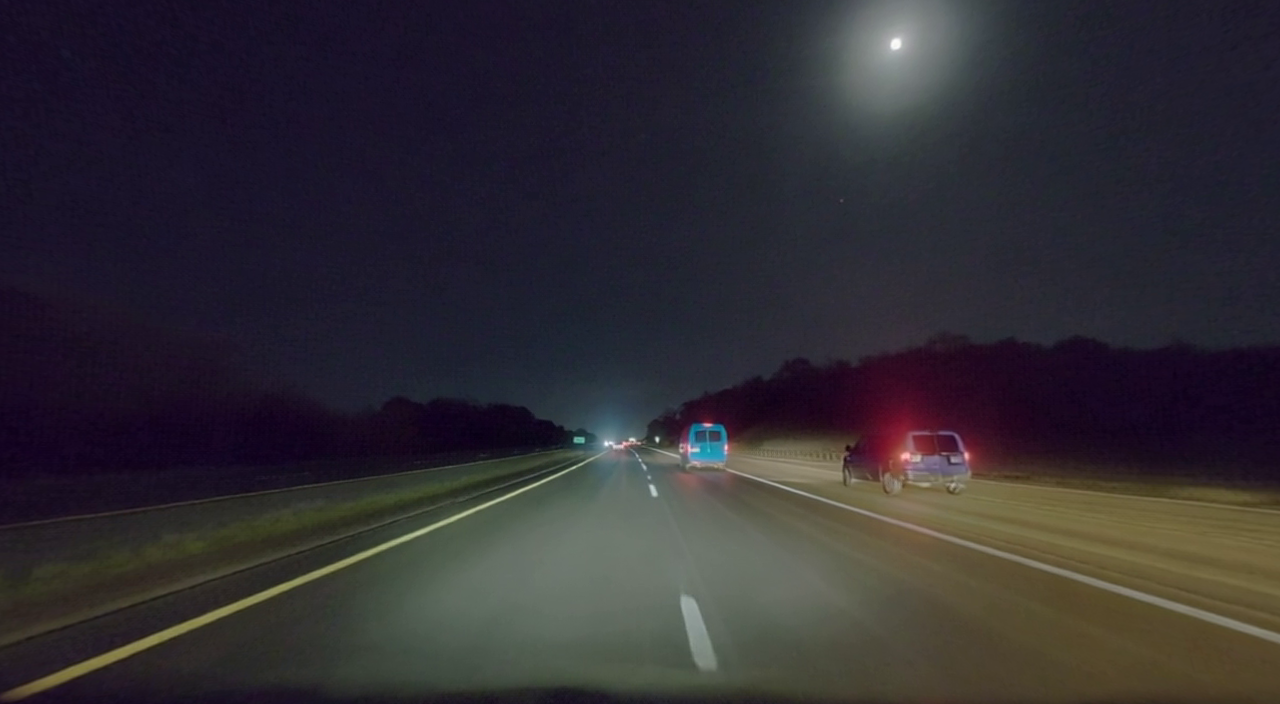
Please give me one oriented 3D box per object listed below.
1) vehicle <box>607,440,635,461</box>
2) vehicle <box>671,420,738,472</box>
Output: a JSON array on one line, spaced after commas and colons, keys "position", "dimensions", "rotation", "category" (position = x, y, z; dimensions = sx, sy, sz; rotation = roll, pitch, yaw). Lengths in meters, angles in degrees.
[{"position": [-1.368, 7.190, 46.256], "dimensions": [2.005, 1.466, 3.739], "rotation": [0, -8, -1], "category": "vehicle"}, {"position": [2.693, 4.108, 27.684], "dimensions": [2.269, 2.048, 4.679], "rotation": [0, -8, -2], "category": "vehicle"}]
